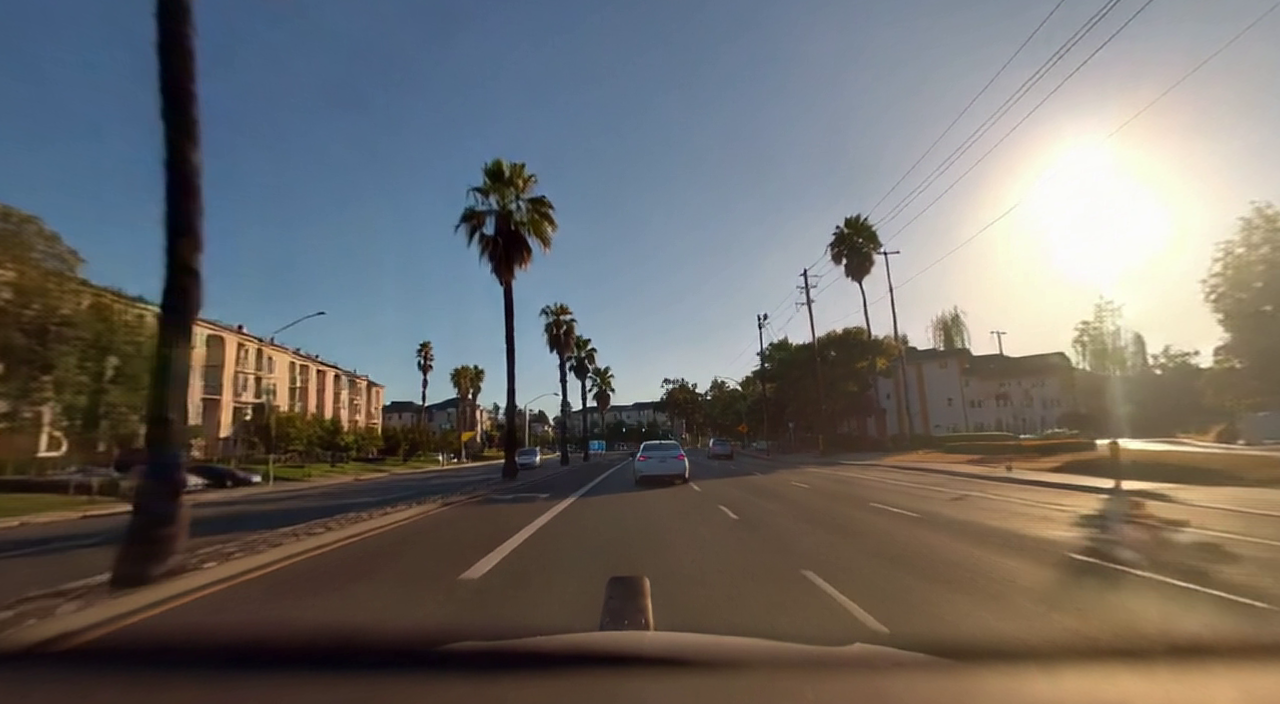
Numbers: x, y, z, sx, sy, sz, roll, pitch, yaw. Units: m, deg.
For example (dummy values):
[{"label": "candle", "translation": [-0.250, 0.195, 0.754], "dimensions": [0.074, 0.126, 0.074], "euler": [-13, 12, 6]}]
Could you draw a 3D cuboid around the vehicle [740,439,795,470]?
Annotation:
[{"label": "vehicle", "translation": [6.631, 5.392, 33.238], "dimensions": [1.897, 1.477, 4.360], "euler": [0, -9, -1]}]

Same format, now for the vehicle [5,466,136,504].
[{"label": "vehicle", "translation": [-26.436, 6.153, 29.516], "dimensions": [1.813, 1.452, 4.619], "euler": [-1, -9, 0]}]

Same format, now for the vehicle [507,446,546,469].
[{"label": "vehicle", "translation": [-8.209, 7.687, 46.129], "dimensions": [1.951, 1.499, 4.710], "euler": [-1, -9, 1]}]

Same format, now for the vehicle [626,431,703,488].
[{"label": "vehicle", "translation": [0.697, 3.562, 21.111], "dimensions": [2.289, 1.679, 4.180], "euler": [0, -9, -1]}]

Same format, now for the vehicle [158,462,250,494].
[{"label": "vehicle", "translation": [-23.420, 6.760, 34.089], "dimensions": [1.834, 1.499, 4.346], "euler": [-1, -9, 1]}]
